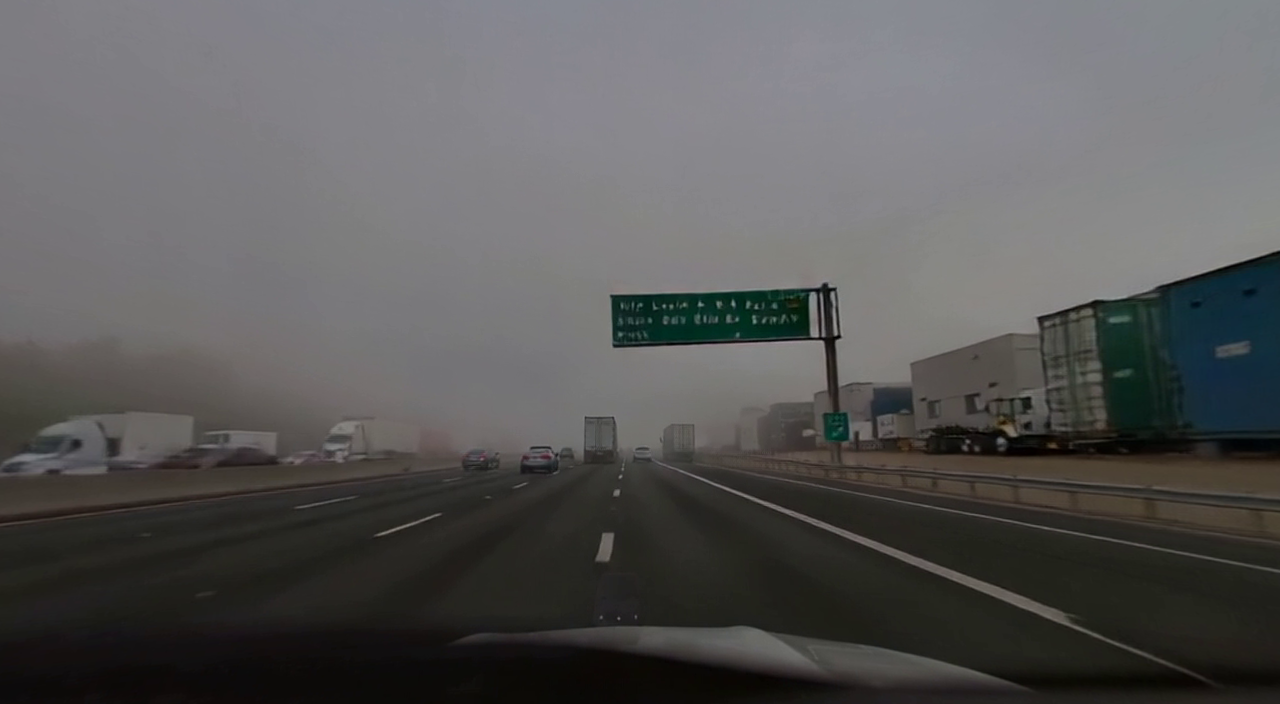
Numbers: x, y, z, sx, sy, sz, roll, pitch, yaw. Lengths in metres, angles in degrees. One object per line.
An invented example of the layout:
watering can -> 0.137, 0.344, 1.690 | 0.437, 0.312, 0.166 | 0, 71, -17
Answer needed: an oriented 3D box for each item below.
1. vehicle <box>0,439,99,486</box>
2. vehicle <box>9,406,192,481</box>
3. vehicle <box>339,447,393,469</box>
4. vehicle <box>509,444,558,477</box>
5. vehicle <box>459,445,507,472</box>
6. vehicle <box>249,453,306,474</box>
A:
vehicle -> -26.079, 4.543, 26.189 | 2.212, 1.805, 5.949 | 0, -9, -1
vehicle -> -30.566, 5.305, 36.621 | 2.966, 3.788, 8.697 | 0, -9, -1
vehicle -> -19.285, 7.478, 44.719 | 1.928, 1.475, 4.536 | 0, -9, -2
vehicle -> -5.748, 5.877, 34.592 | 2.132, 1.679, 4.045 | 0, -9, -3
vehicle -> -10.700, 7.260, 43.430 | 2.129, 1.717, 4.593 | 0, -9, 0
vehicle -> -26.745, 8.213, 46.804 | 1.926, 1.418, 3.924 | 0, -9, -1
